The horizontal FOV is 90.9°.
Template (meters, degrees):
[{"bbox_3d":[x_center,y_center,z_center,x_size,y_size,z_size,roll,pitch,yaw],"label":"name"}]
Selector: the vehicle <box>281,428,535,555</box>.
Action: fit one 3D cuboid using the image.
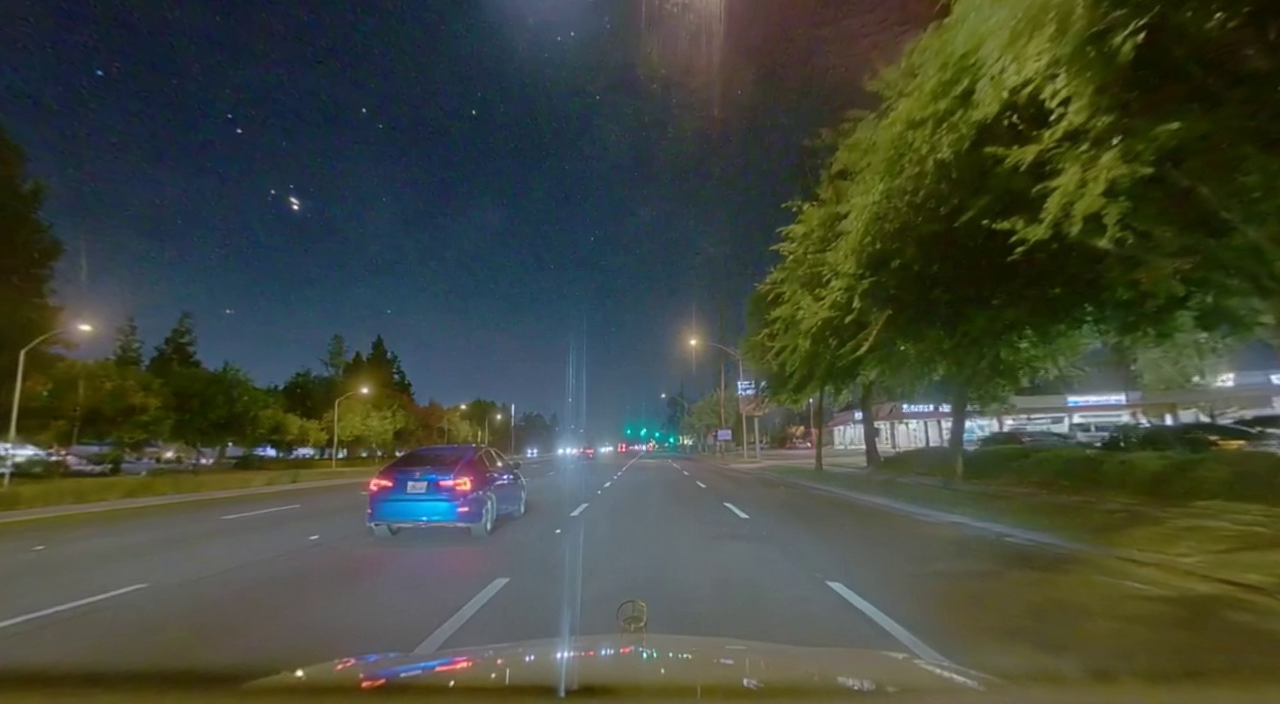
[{"bbox_3d":[-3.129,1.985,9.730,2.152,1.479,4.394,0,-9,2],"label":"vehicle"}]
